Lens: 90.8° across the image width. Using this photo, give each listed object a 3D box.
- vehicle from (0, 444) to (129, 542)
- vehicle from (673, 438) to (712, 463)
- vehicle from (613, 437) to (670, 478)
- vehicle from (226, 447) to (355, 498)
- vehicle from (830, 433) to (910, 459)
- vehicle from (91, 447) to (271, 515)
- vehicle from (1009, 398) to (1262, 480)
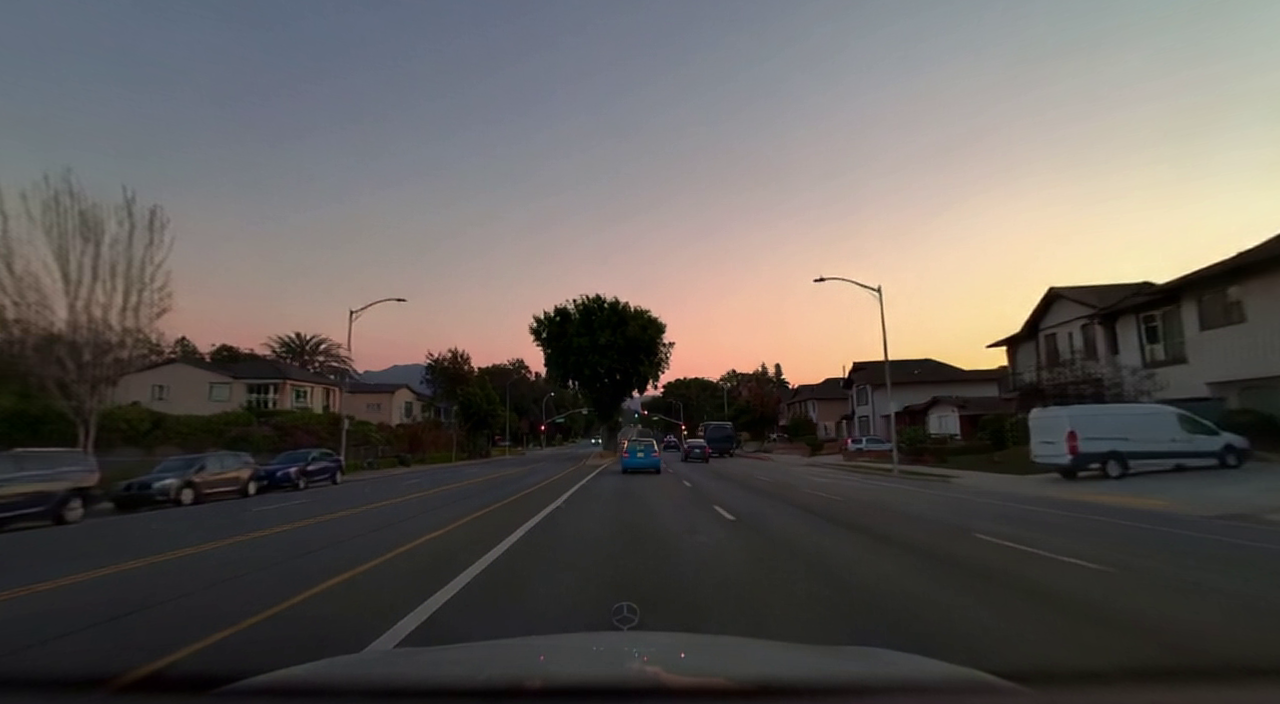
[{"bbox_3d":[-14.422,2.959,13.304,2.351,2.008,5.971,0,-9,-1],"label":"vehicle"},{"bbox_3d":[3.431,6.553,42.026,2.161,1.519,4.568,0,-9,0],"label":"vehicle"},{"bbox_3d":[0.025,4.163,25.147,2.093,1.497,4.010,0,-9,-1],"label":"vehicle"},{"bbox_3d":[-14.275,4.904,26.329,2.078,1.833,5.666,-1,-9,1],"label":"vehicle"},{"bbox_3d":[15.175,6.227,41.813,4.456,1.520,1.911,-2,-9,-2],"label":"vehicle"},{"bbox_3d":[-14.508,4.045,20.477,2.140,1.899,4.900,0,-9,0],"label":"vehicle"},{"bbox_3d":[14.795,2.636,19.164,5.696,2.299,2.292,0,-9,-2],"label":"vehicle"}]
